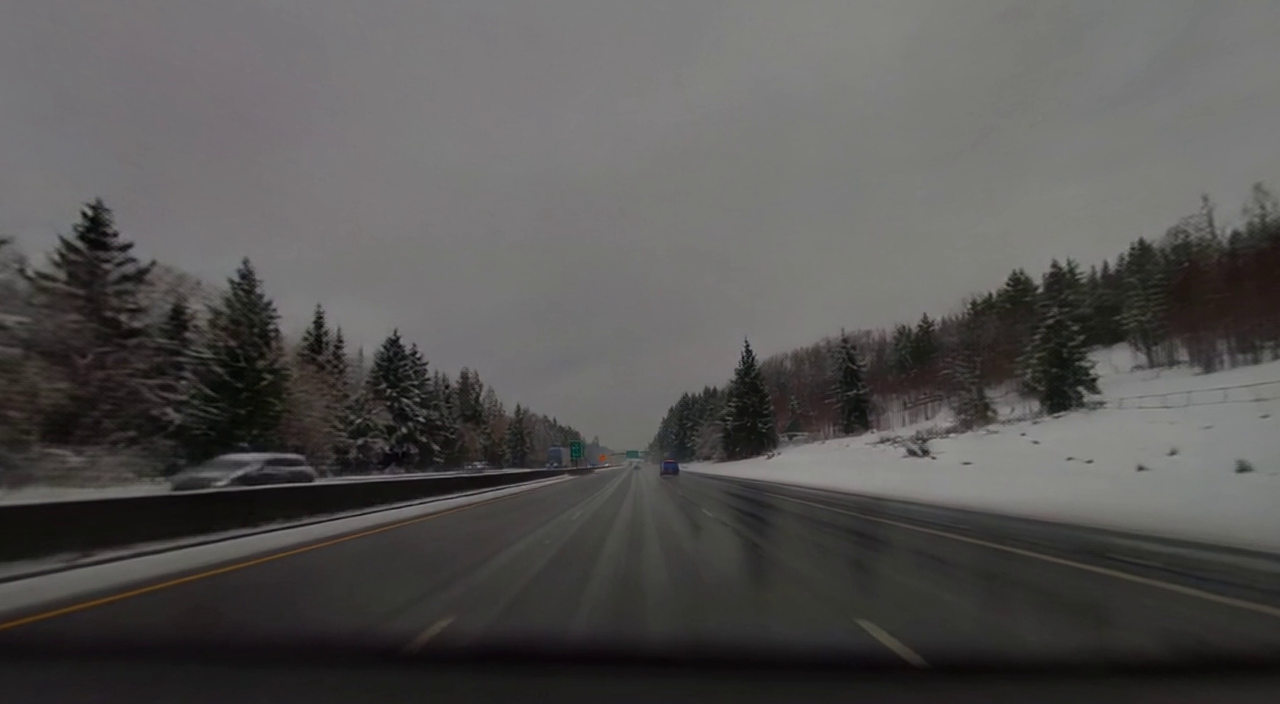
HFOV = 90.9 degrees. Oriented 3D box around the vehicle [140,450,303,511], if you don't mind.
[{"bbox_3d":[-11.476,3.566,17.682,1.811,1.472,3.976,1,-10,0],"label":"vehicle"}]
